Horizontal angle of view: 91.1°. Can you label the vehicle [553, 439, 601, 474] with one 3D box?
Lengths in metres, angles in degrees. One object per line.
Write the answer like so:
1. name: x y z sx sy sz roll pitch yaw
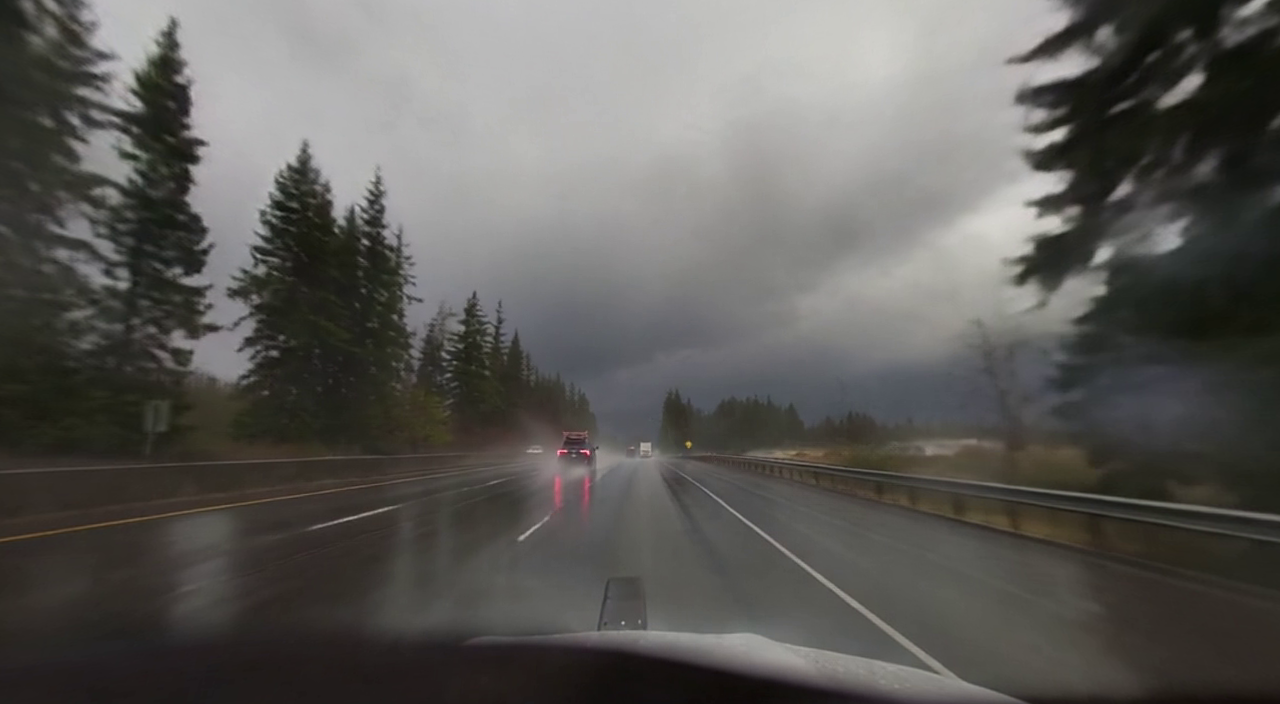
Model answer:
1. vehicle: -3.376 5.677 34.474 2.084 1.752 4.479 0 -8 1
